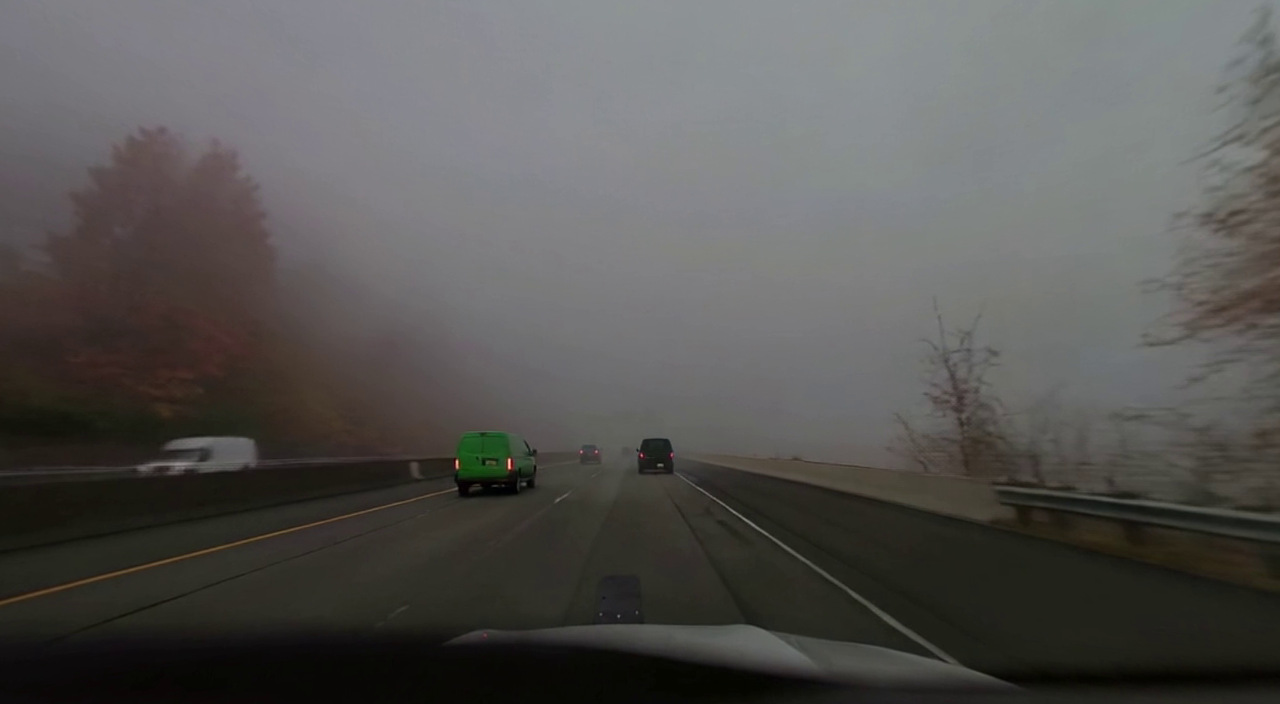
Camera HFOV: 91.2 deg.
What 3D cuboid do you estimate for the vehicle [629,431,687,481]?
[{"bbox_3d":[0.664,4.456,26.921,2.179,1.930,4.538,0,-9,-2],"label":"vehicle"}]

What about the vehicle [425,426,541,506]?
[{"bbox_3d":[-3.879,2.908,16.248,2.021,1.790,3.907,0,-9,-1],"label":"vehicle"}]
